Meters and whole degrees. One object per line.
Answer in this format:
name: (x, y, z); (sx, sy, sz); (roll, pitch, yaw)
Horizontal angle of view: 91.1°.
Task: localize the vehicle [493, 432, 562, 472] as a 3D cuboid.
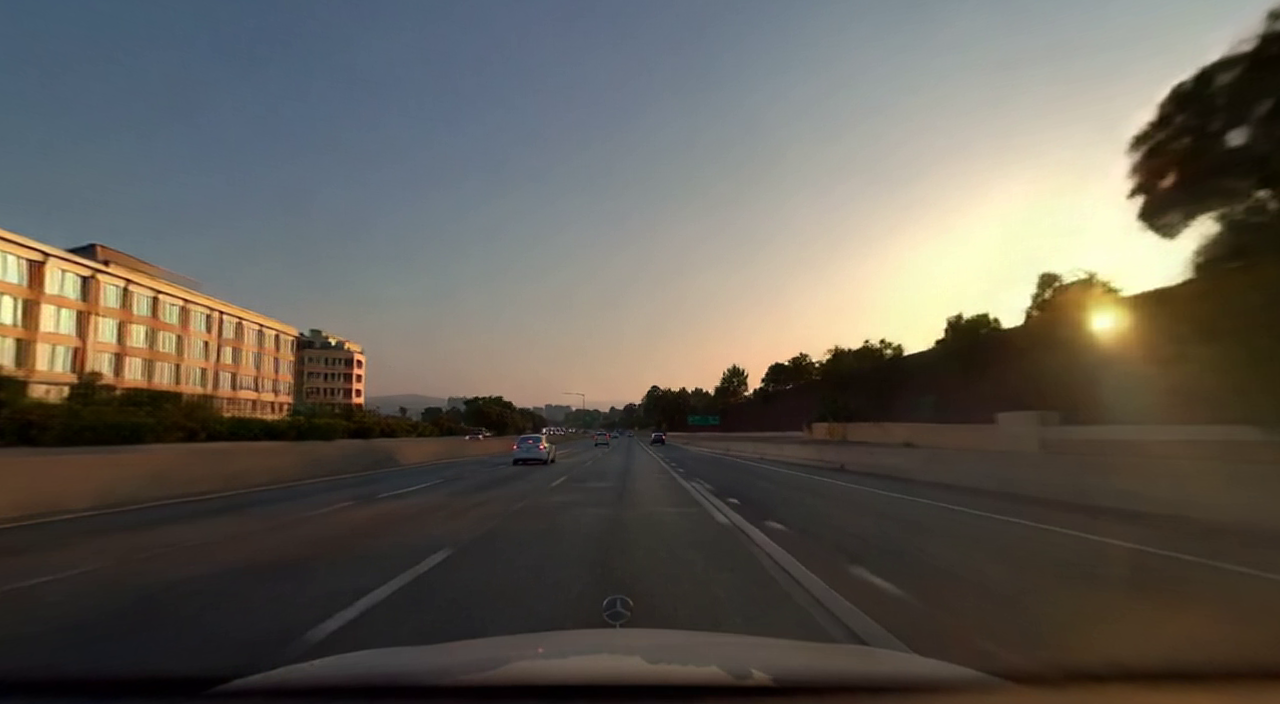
vehicle: (-4.459, 4.018, 25.629); (1.996, 1.490, 4.571); (0, -8, 0)
